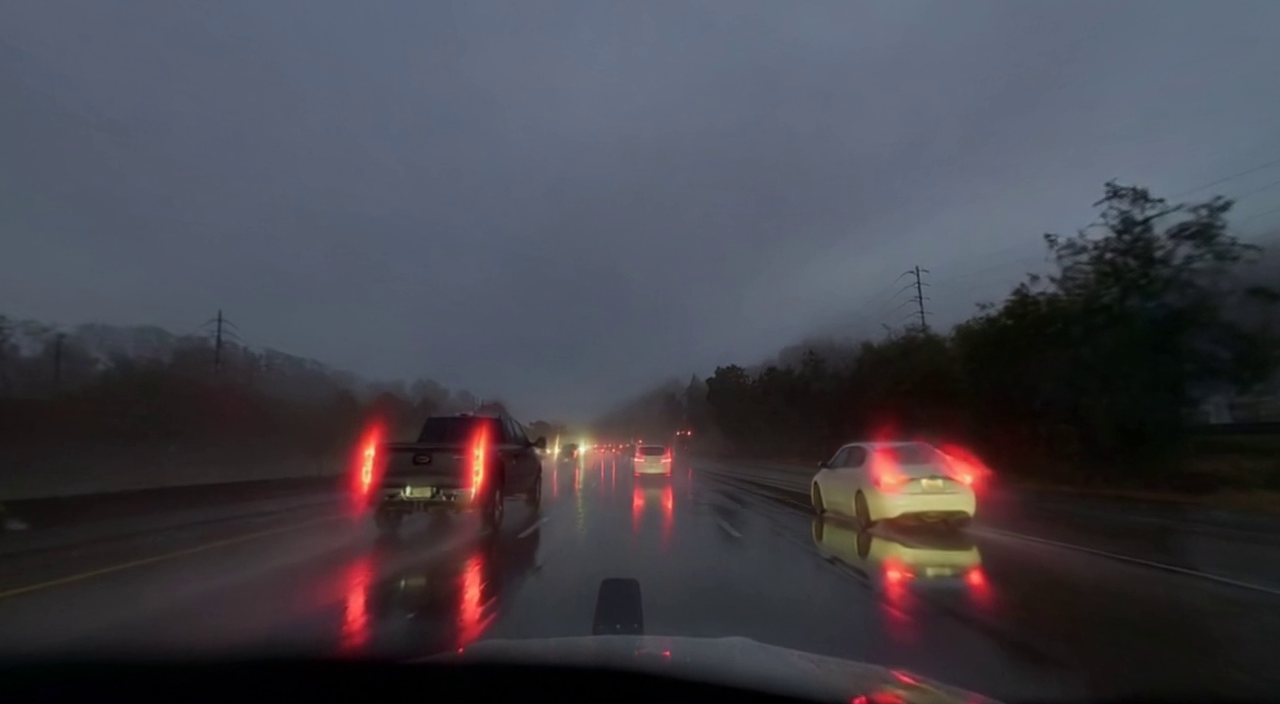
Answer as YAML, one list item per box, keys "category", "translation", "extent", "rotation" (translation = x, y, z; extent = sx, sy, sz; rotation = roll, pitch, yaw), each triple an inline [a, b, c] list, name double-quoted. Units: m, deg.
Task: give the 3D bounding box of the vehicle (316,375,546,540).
- category: "vehicle"
  translation: [-3.586, 2.038, 12.481]
  extent: [2.523, 2.458, 6.022]
  rotation: [0, -9, 0]

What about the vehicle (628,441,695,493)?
- category: "vehicle"
  translation: [0.636, 3.822, 21.159]
  extent: [2.015, 1.526, 4.286]
  rotation: [0, -9, -1]

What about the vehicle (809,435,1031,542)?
- category: "vehicle"
  translation: [4.535, 2.263, 10.987]
  extent: [1.961, 1.491, 4.035]
  rotation: [0, -9, -1]

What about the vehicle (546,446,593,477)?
- category: "vehicle"
  translation: [-3.595, 5.640, 32.553]
  extent: [1.940, 1.502, 4.463]
  rotation: [0, -9, 0]
